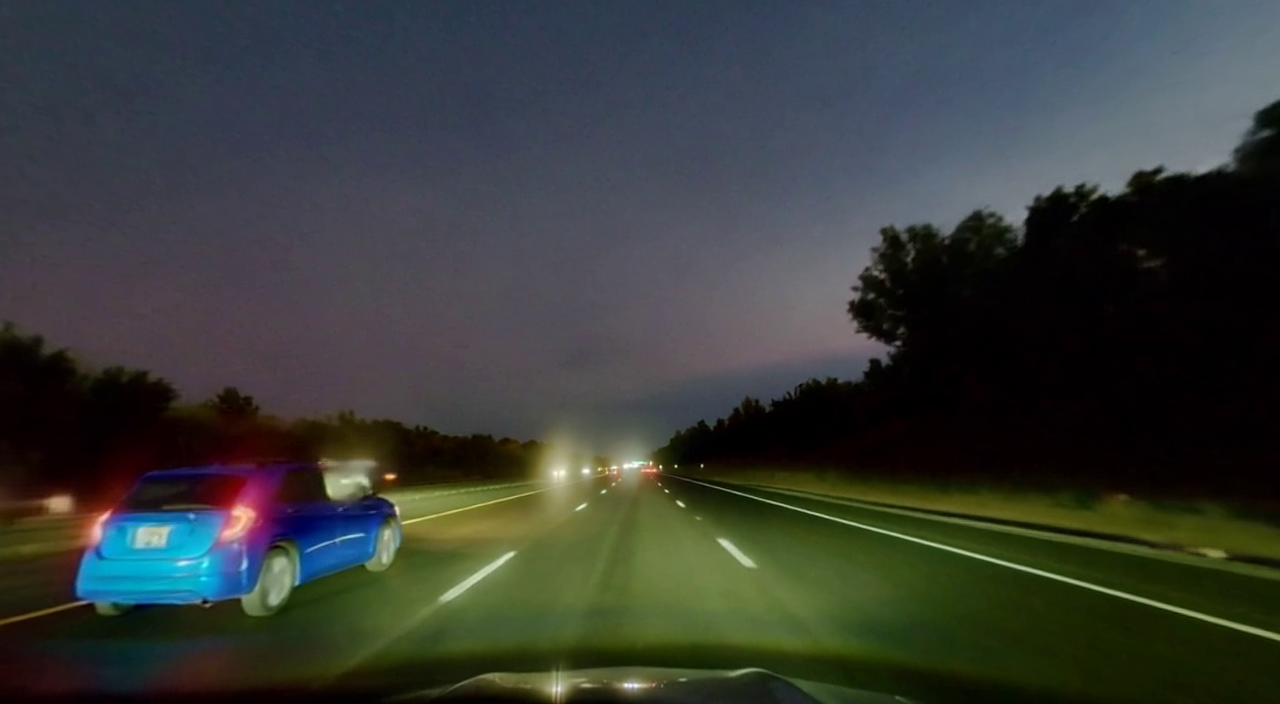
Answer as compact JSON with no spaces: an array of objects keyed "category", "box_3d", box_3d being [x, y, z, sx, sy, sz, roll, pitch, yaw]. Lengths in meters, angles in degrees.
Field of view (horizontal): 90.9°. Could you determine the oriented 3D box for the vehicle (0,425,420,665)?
[{"category":"vehicle","box_3d":[-3.840,1.634,6.238,1.797,1.532,4.072,1,-10,0]}]
